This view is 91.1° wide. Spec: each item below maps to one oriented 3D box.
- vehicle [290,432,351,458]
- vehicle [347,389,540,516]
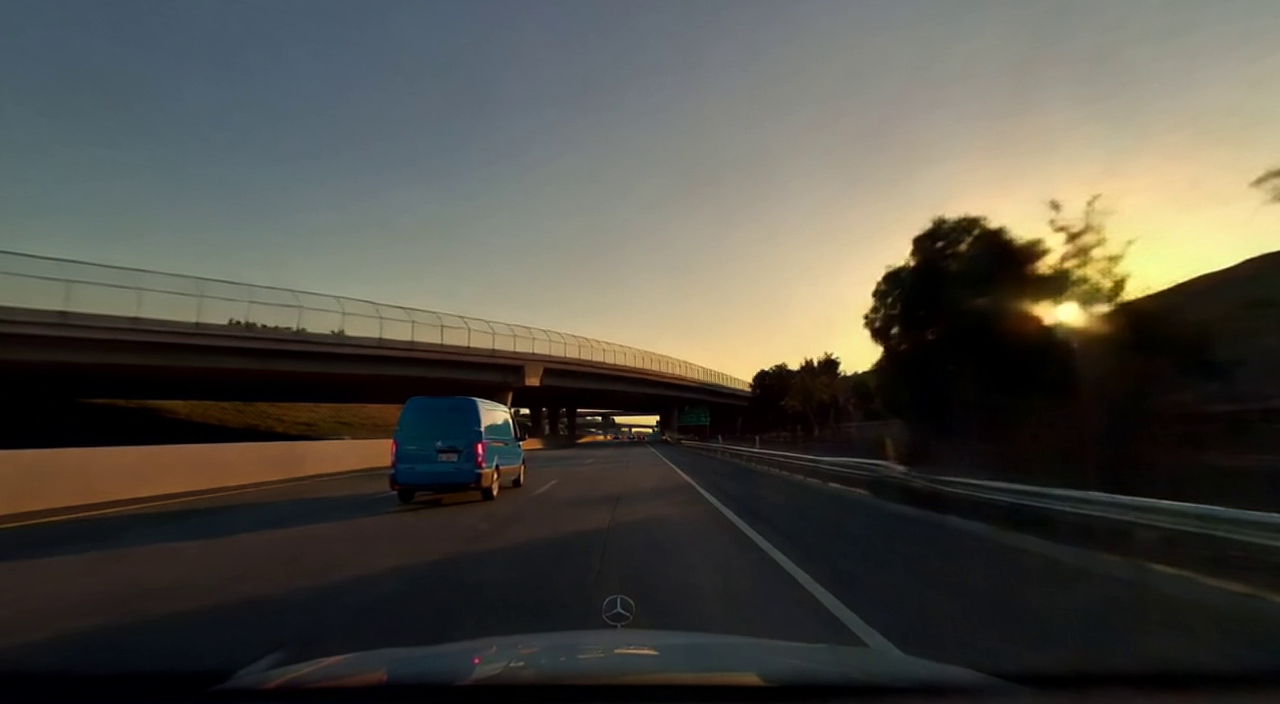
[{"bbox_3d":[-23.959,6.977,47.389,2.032,1.837,4.735,0,-8,1],"label":"vehicle"},{"bbox_3d":[-3.605,1.971,12.768,2.309,2.053,4.884,0,-8,0],"label":"vehicle"}]
